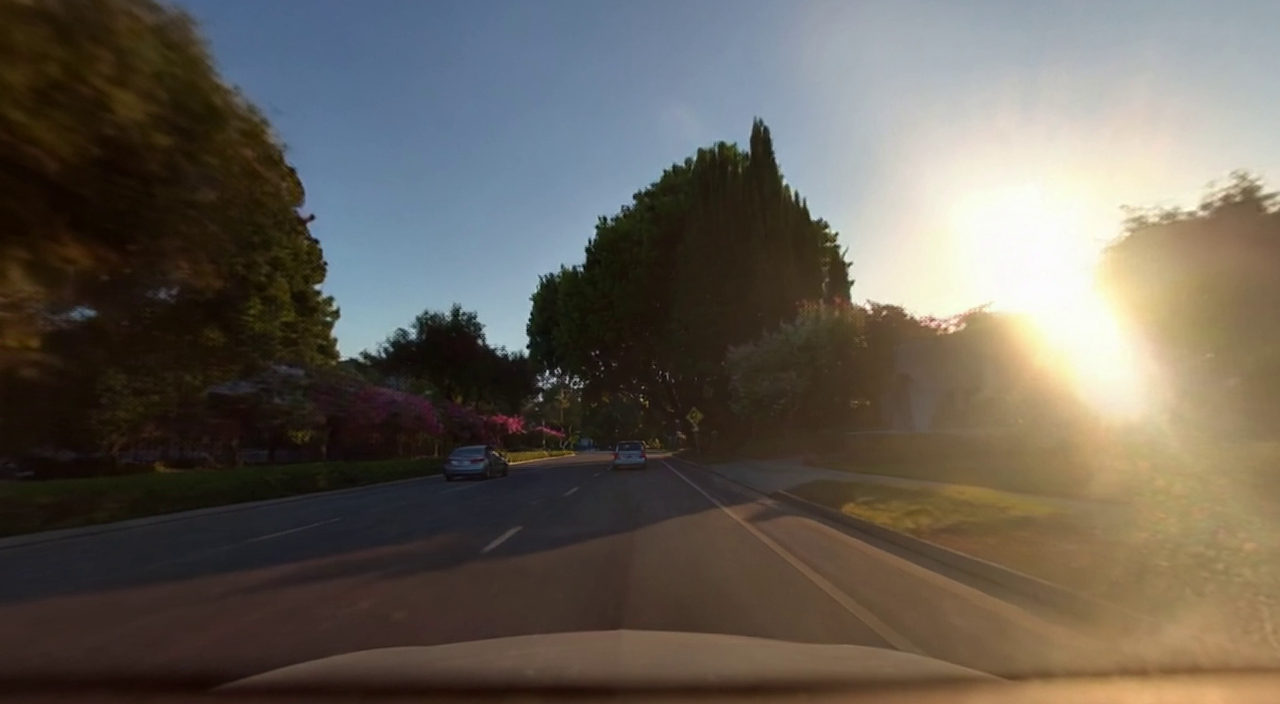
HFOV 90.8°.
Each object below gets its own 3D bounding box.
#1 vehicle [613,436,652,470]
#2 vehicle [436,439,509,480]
[{"bbox_3d":[-0.401,5.681,35.777,2.070,1.764,4.552,0,-8,0],"label":"vehicle"},{"bbox_3d":[-7.318,4.729,28.095,1.993,1.657,4.487,0,-8,1],"label":"vehicle"}]
